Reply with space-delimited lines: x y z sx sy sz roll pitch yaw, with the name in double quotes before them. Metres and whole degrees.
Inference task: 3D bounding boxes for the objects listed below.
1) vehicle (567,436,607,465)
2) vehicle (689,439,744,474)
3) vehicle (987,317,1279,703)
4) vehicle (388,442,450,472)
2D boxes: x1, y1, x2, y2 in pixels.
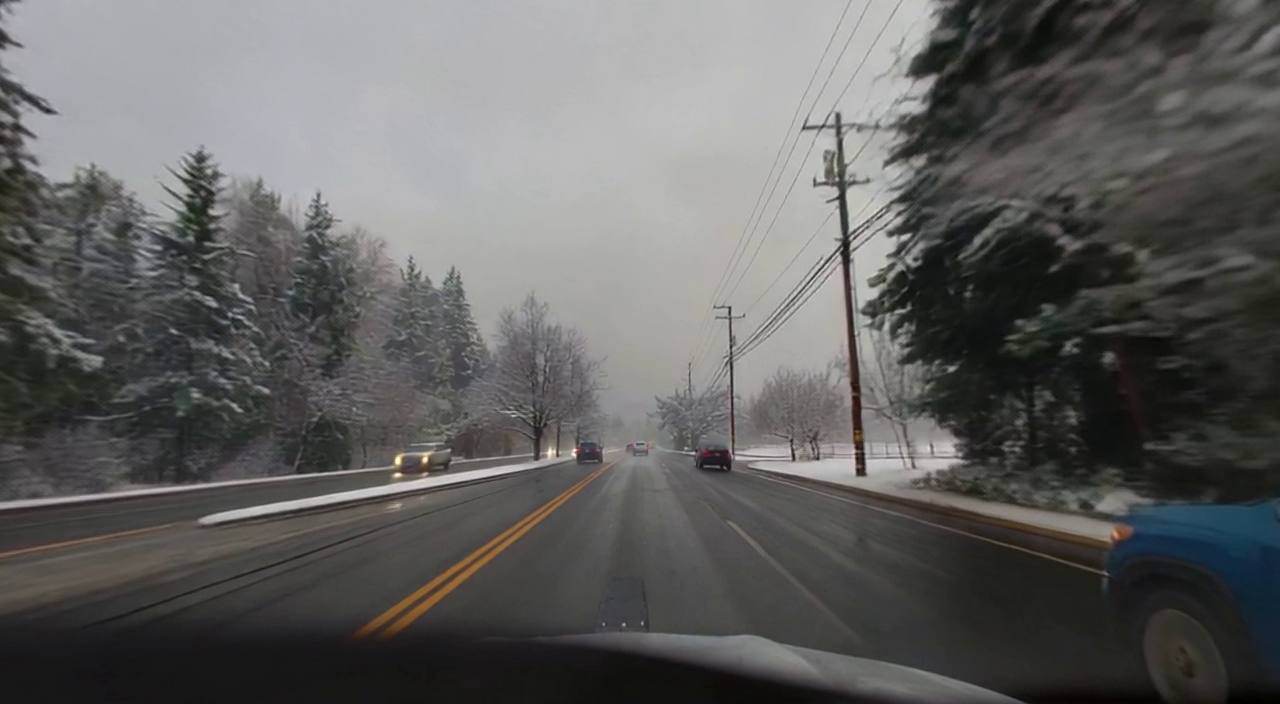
"vehicle" -3.263 6.202 39.892 2.066 1.725 4.241 0 -8 1
"vehicle" 3.442 4.768 29.052 1.906 1.468 4.422 0 -8 -1
"vehicle" 3.370 0.702 1.861 2.182 1.744 4.464 0 -8 1
"vehicle" -13.846 6.592 39.835 2.168 1.782 4.746 0 -8 0
